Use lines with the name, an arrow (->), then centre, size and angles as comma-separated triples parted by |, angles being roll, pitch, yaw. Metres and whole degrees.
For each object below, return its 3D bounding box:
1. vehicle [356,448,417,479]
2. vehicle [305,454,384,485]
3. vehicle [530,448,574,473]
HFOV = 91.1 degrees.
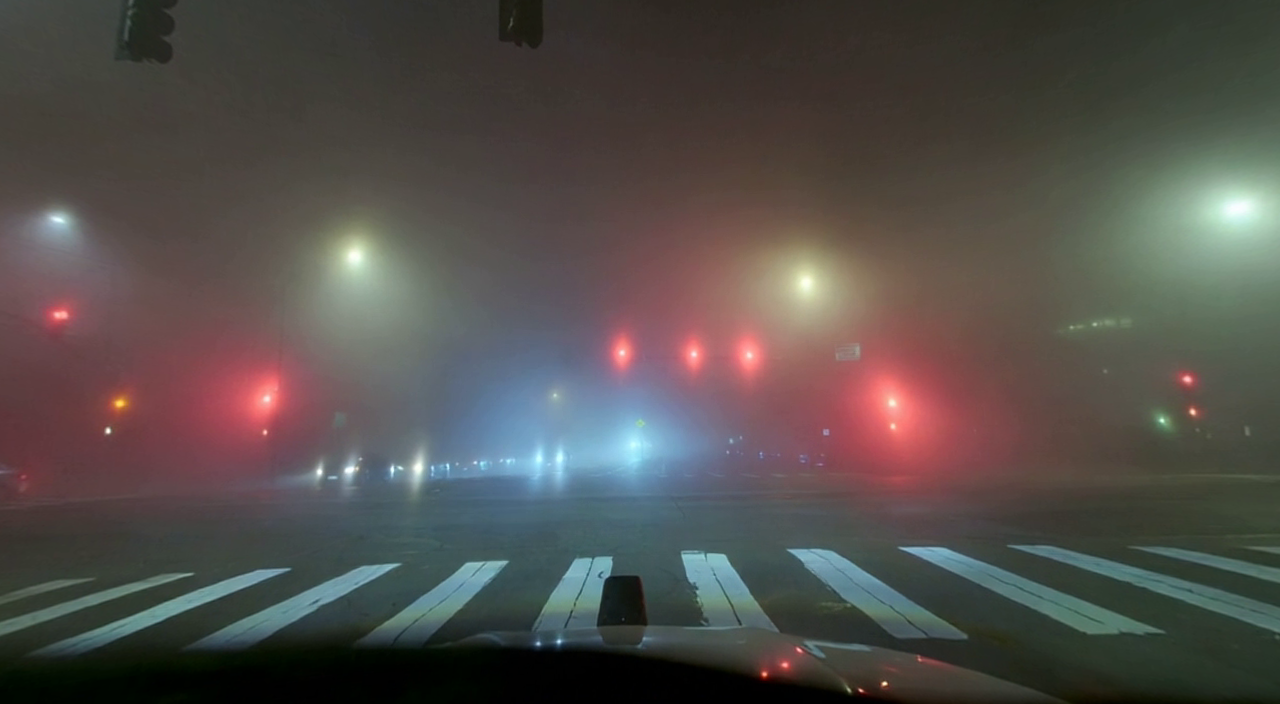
vehicle -> -16.193, 7.138, 40.404 | 1.960, 1.819, 5.018 | 0, -9, -2
vehicle -> -16.085, 6.398, 34.482 | 2.055, 1.506, 4.663 | 0, -9, -1
vehicle -> -5.520, 6.851, 39.924 | 2.154, 1.501, 4.416 | 0, -9, 0
